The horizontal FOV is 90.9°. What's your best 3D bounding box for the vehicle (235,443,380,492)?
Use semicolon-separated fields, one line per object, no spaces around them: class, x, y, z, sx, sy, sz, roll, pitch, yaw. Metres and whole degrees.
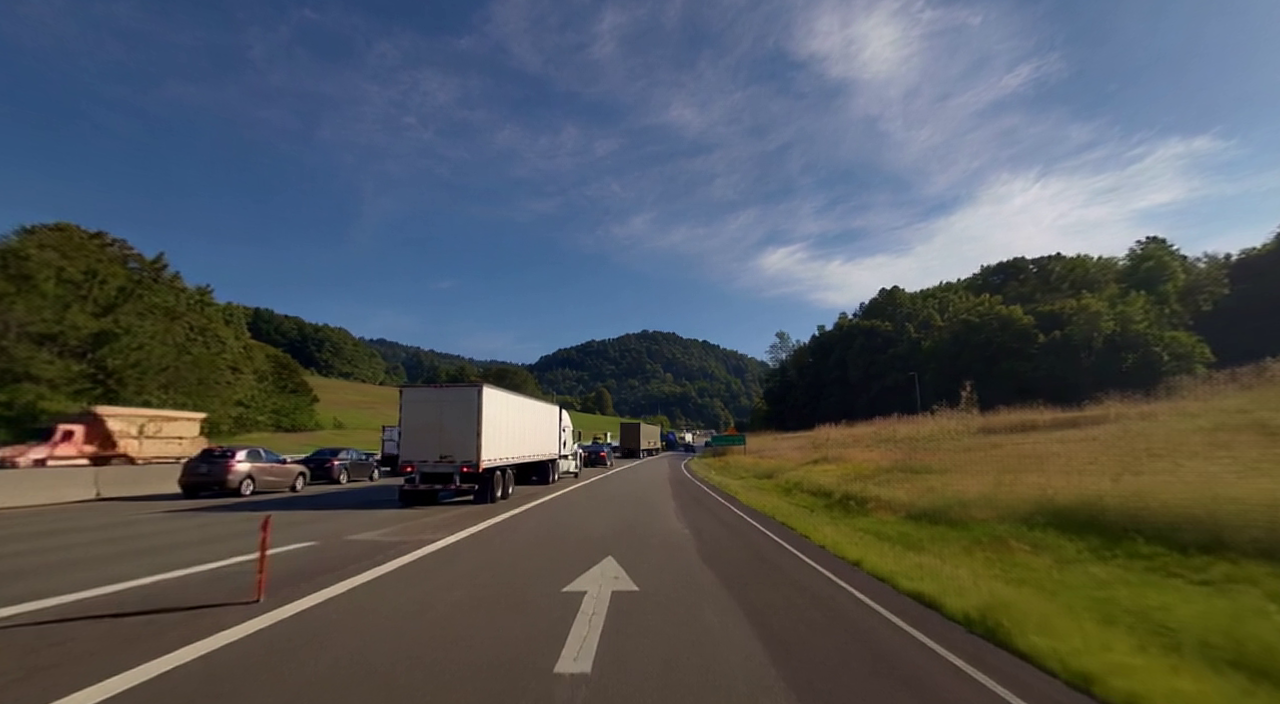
vehicle;-11.370;3.986;22.034;1.925;1.493;4.864;-1;-9;8

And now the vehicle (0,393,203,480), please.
vehicle;-29.182;4.634;33.905;2.934;3.945;10.035;-2;-9;9

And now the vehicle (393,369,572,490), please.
vehicle;-6.138;3.734;28.608;2.848;4.067;14.314;-1;-9;7

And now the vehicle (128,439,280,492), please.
vehicle;-15.271;3.995;22.422;1.943;1.662;4.283;-1;-9;8
